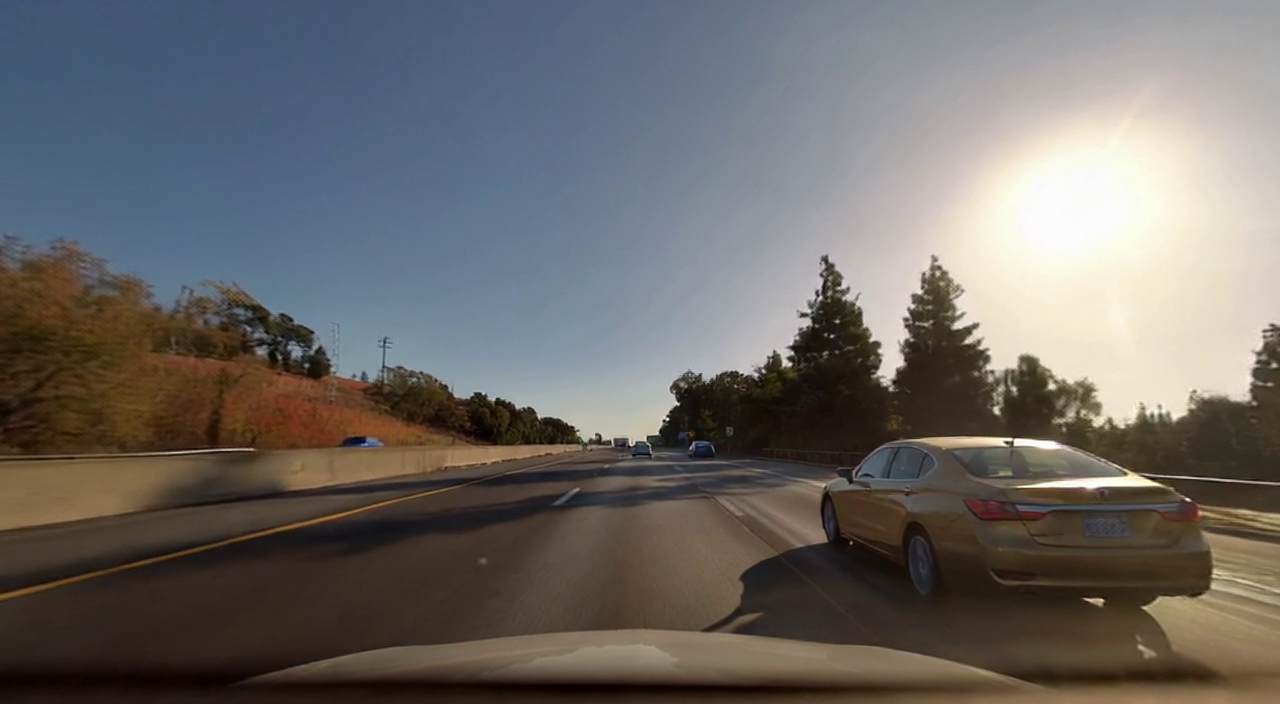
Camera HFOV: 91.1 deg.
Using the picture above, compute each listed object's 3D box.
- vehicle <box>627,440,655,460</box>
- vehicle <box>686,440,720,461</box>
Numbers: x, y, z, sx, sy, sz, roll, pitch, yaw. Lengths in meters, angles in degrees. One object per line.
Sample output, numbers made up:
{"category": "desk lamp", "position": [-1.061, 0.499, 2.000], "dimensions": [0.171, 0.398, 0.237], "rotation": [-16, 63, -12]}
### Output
{"category": "vehicle", "position": [0.043, 7.451, 47.756], "dimensions": [2.052, 1.449, 3.857], "rotation": [0, -8, 0]}
{"category": "vehicle", "position": [4.651, 7.352, 47.001], "dimensions": [2.008, 1.524, 4.598], "rotation": [0, -8, -1]}
